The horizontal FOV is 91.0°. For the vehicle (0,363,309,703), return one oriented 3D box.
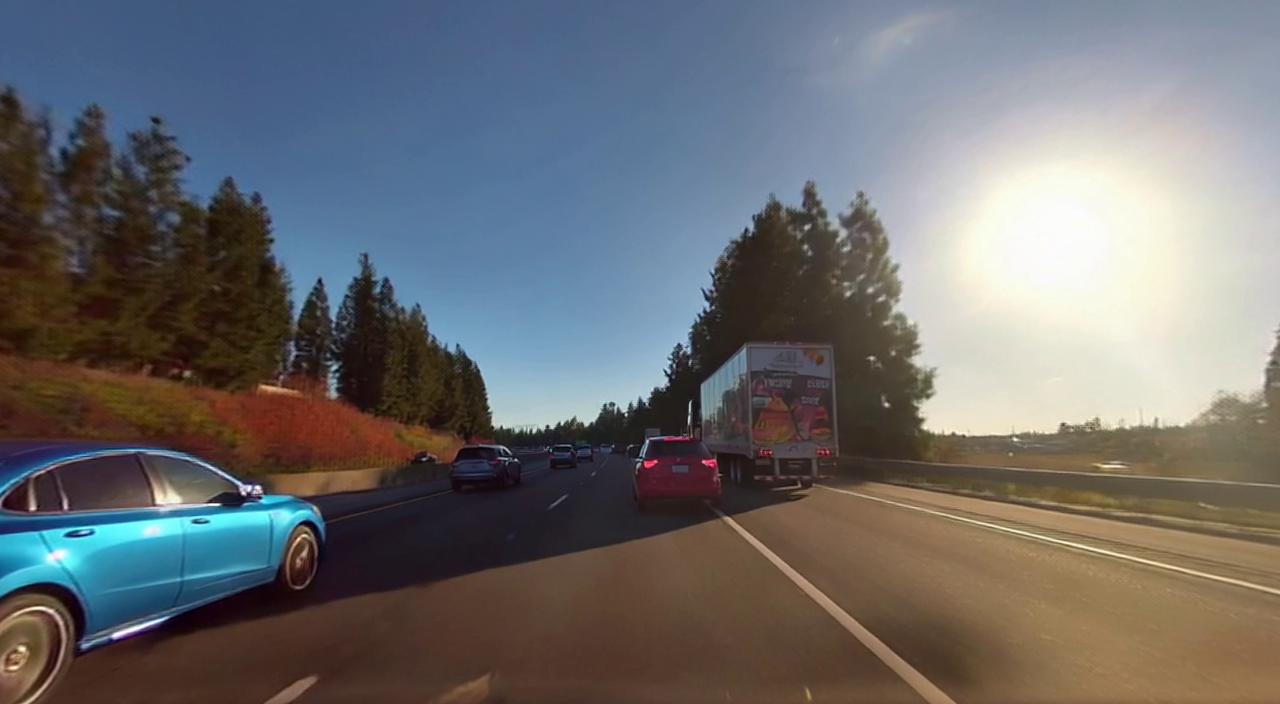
[{"bbox_3d":[-4.072,0.968,3.540,1.983,1.666,4.452,0,-8,0],"label":"vehicle"}]

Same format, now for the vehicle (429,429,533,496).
[{"bbox_3d":[-4.277,3.023,17.580,1.905,1.642,3.803,0,-8,0],"label":"vehicle"}]

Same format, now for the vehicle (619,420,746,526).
[{"bbox_3d":[0.634,2.186,11.840,2.017,1.662,3.543,0,-8,-1],"label":"vehicle"}]

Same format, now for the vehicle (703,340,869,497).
[{"bbox_3d":[4.472,2.711,23.497,2.828,4.081,14.220,0,-8,0],"label":"vehicle"}]

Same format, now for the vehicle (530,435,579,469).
[{"bbox_3d":[-4.541,5.380,33.999,2.014,1.683,4.275,0,-8,1],"label":"vehicle"}]
